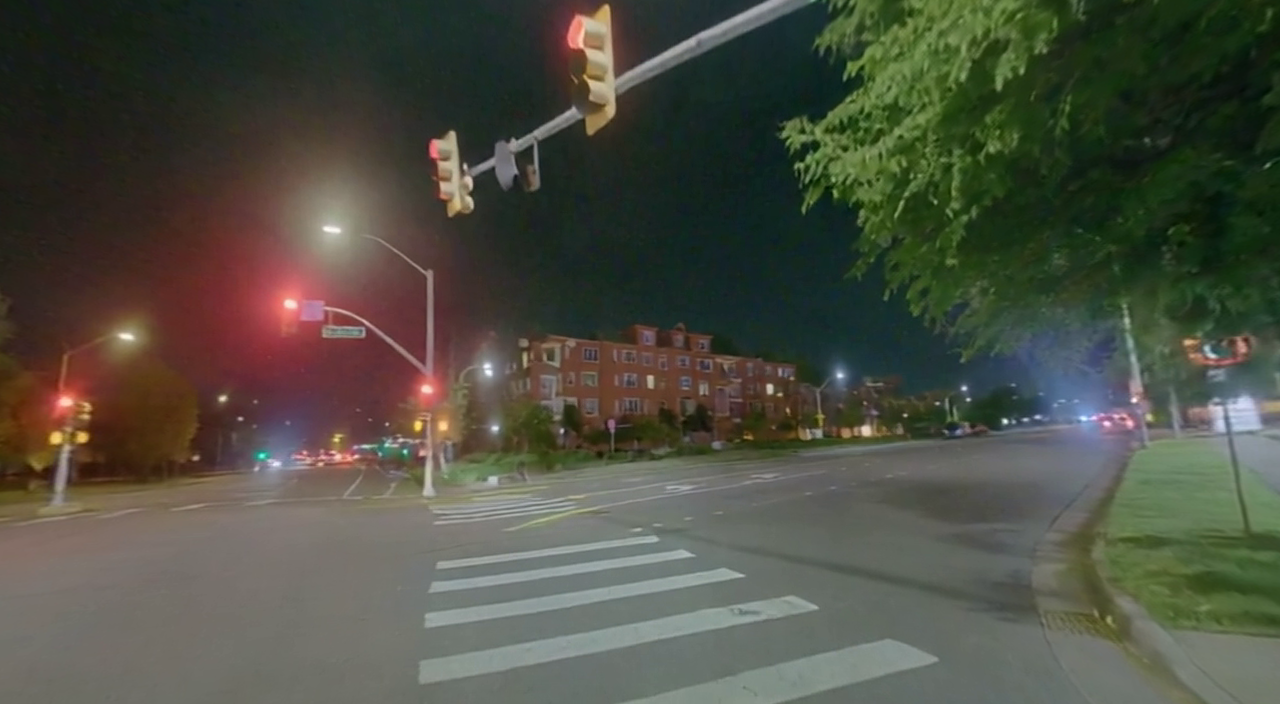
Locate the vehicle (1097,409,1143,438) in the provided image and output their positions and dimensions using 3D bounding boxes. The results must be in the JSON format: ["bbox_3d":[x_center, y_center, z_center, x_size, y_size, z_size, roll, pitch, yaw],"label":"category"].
[{"bbox_3d":[34.771,5.266,45.727,2.194,1.896,5.049,-8,-11,40],"label":"vehicle"}]
